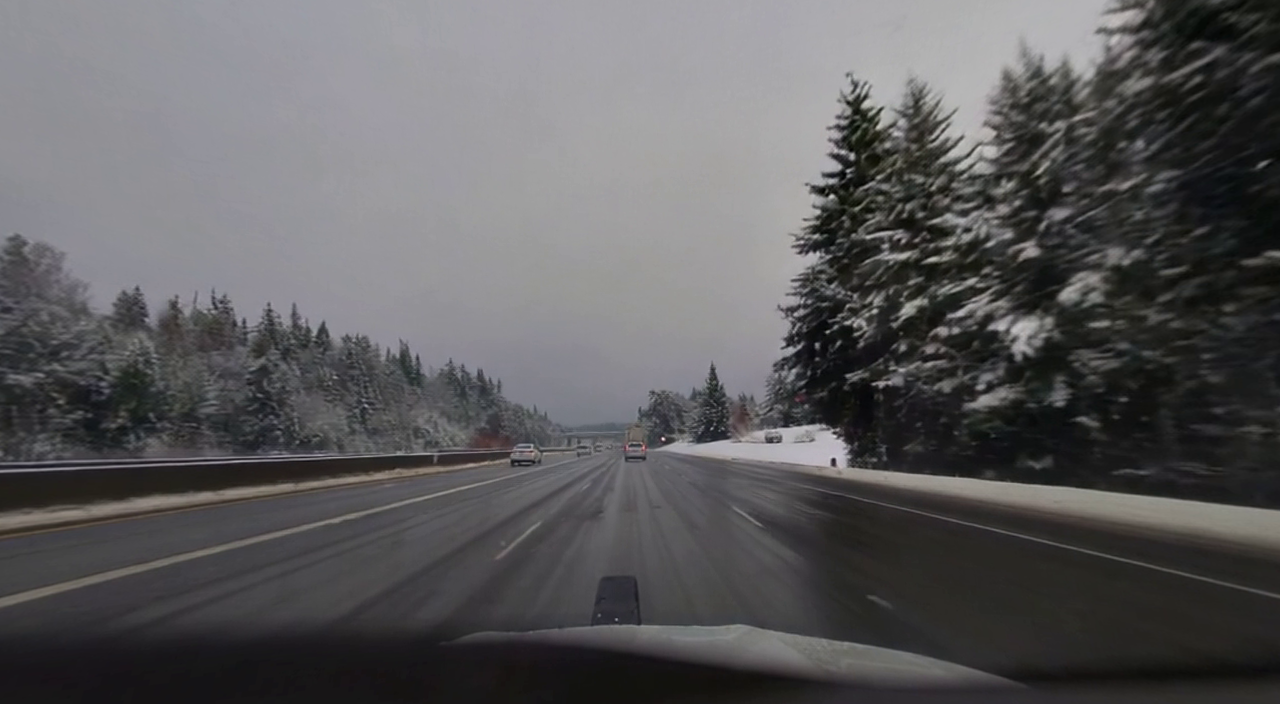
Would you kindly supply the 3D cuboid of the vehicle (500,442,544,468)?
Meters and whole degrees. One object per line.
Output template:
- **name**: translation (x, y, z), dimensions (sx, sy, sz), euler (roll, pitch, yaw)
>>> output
- **vehicle**: translation (-7.740, 6.785, 41.835), dimensions (1.991, 1.572, 4.314), euler (0, -9, 0)
